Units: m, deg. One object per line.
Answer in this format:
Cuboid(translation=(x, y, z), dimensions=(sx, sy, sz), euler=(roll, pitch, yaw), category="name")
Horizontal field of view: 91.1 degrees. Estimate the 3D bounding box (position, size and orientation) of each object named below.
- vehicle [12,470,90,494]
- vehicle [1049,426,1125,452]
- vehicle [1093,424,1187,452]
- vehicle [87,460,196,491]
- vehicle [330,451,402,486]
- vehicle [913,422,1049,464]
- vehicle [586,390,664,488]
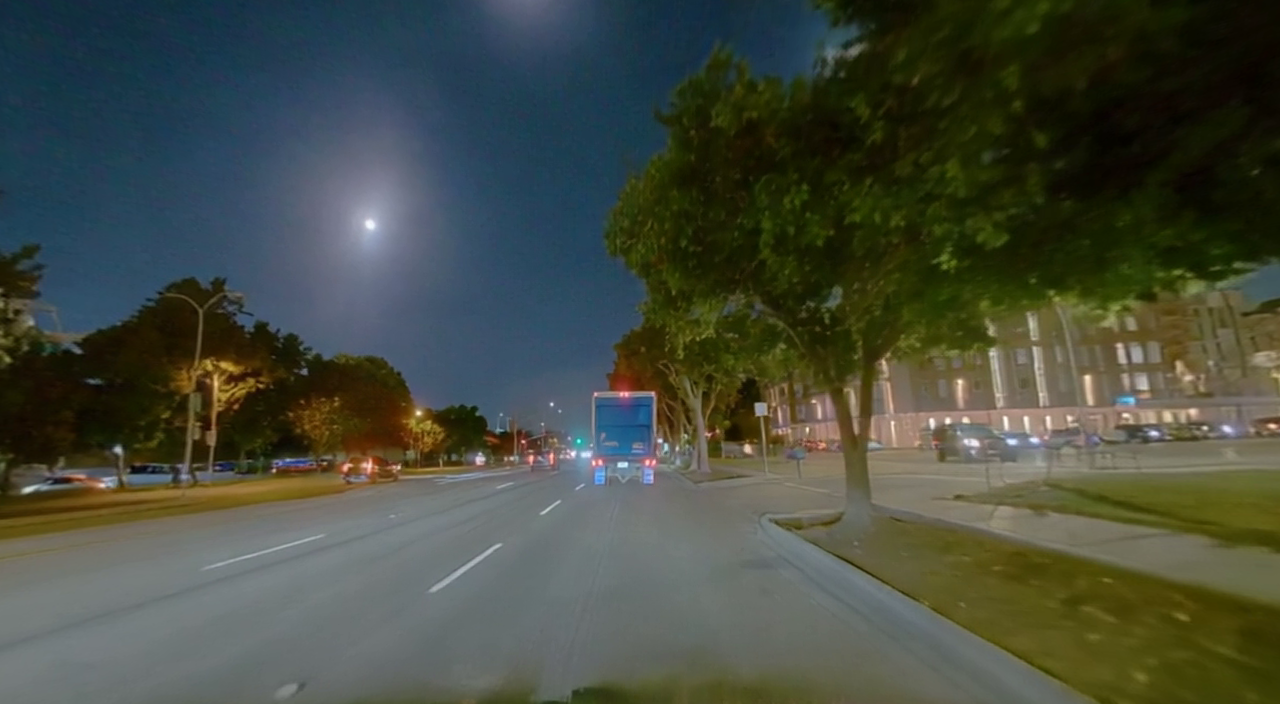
Cuboid(translation=(-39.782, 8.748, 42.434), dimensions=(1.645, 1.416, 3.497), euler=(-6, -10, 39), category="vehicle")
Cuboid(translation=(27.010, 5.310, 37.984), dimensions=(3.313, 1.373, 1.590), euler=(-2, -10, -1), category="vehicle")
Cuboid(translation=(25.993, 4.476, 32.699), dimensions=(3.537, 1.393, 1.581), euler=(0, -10, -2), category="vehicle")
Cuboid(translation=(-34.372, 8.541, 43.384), dimensions=(5.452, 1.994, 2.312), euler=(0, -9, 0), category="vehicle")
Cuboid(translation=(-14.344, 6.077, 33.129), dimensions=(1.958, 1.672, 4.283), euler=(0, -9, -1), category="vehicle")
Cuboid(translation=(13.424, 3.606, 24.915), dimensions=(4.321, 1.579, 1.823), euler=(0, -8, 0), category="vehicle")
Cuboid(translation=(-0.603, 3.921, 27.930), dimensions=(2.905, 3.644, 8.807), euler=(0, -9, 0), category="vehicle")
